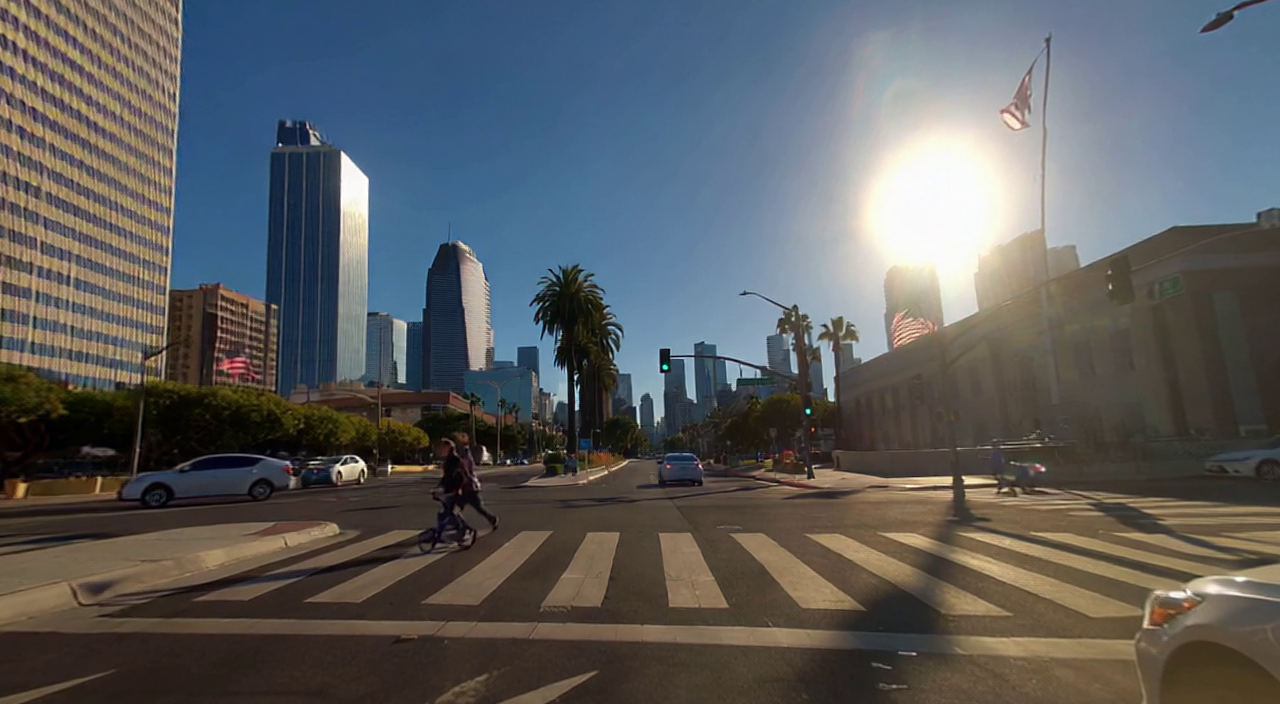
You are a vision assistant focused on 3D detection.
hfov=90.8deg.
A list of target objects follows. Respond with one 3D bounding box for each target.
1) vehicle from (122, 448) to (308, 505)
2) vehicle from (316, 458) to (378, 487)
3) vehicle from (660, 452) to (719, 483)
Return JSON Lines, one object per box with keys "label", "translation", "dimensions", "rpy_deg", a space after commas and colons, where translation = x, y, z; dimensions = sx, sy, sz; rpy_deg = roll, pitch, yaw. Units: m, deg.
{"label": "vehicle", "translation": [-13.094, 3.827, 19.878], "dimensions": [4.499, 1.594, 1.898], "rpy_deg": [4, -9, -25]}
{"label": "vehicle", "translation": [-20.074, 8.258, 43.510], "dimensions": [2.043, 1.745, 4.420], "rpy_deg": [0, -8, 1]}
{"label": "vehicle", "translation": [2.636, 6.299, 34.777], "dimensions": [2.000, 1.525, 4.273], "rpy_deg": [2, -9, -14]}
